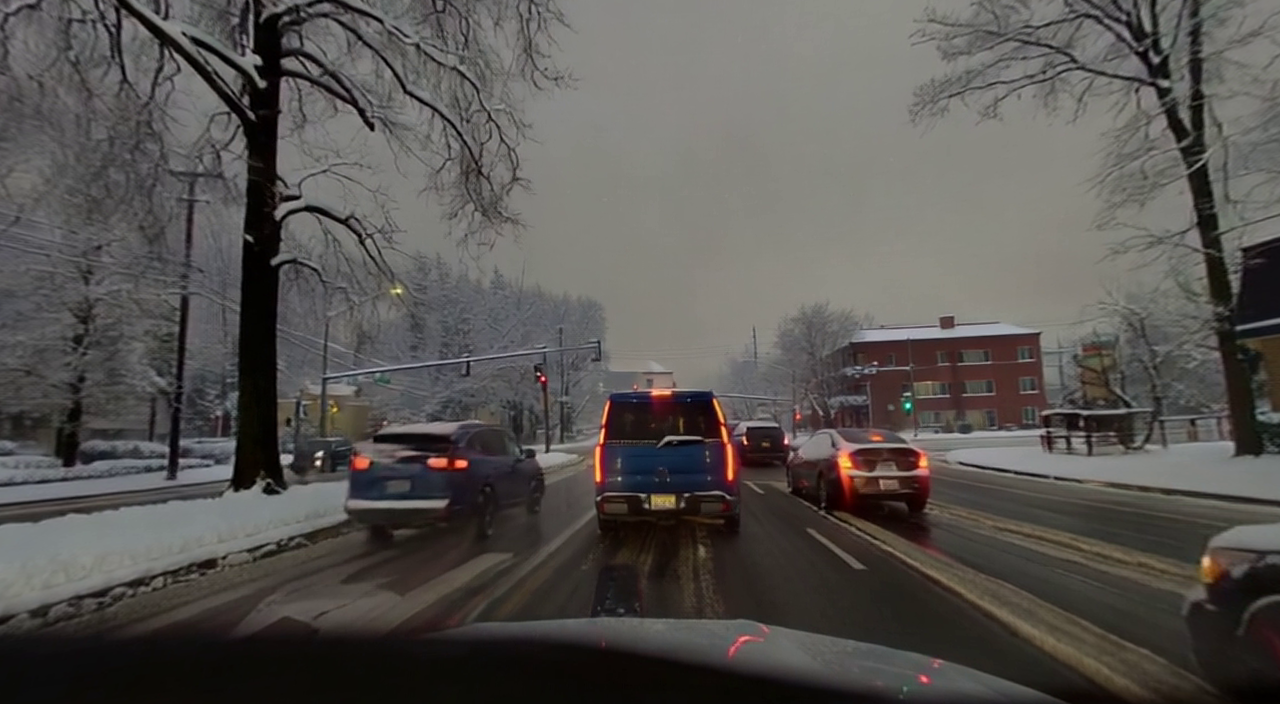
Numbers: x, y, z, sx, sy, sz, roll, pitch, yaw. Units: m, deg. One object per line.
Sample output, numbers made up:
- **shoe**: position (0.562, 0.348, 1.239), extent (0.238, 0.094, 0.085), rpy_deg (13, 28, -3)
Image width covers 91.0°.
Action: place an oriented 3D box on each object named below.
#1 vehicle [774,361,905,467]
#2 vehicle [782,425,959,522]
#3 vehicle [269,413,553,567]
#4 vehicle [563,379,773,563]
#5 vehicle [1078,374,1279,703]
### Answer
- **vehicle**: position (8.283, 2.923, 27.690), extent (2.965, 3.900, 9.064), rpy_deg (0, -8, 1)
- **vehicle**: position (3.986, 2.158, 11.714), extent (1.862, 1.451, 4.083), rpy_deg (0, -8, 2)
- **vehicle**: position (-2.593, 1.678, 8.415), extent (2.010, 1.515, 4.152), rpy_deg (0, -8, 4)
- **vehicle**: position (0.433, 1.560, 8.884), extent (2.188, 1.892, 4.488), rpy_deg (0, -8, 4)
- **vehicle**: position (3.288, 0.662, 1.072), extent (2.109, 1.500, 4.585), rpy_deg (-1, -8, 6)
